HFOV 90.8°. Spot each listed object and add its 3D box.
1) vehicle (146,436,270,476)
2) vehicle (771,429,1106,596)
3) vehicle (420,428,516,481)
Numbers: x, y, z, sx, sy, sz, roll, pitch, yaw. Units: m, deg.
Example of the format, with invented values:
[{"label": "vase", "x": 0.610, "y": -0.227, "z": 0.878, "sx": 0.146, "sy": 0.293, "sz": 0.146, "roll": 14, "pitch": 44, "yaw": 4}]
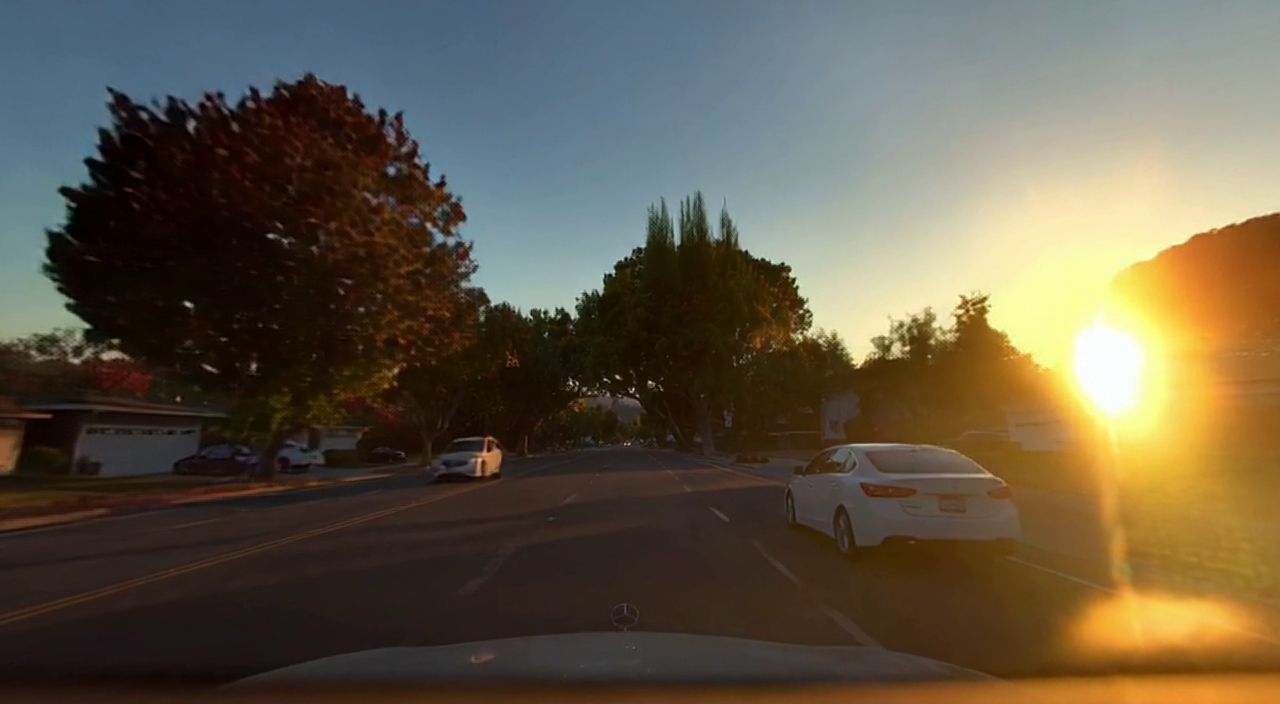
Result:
[{"label": "vehicle", "x": -20.626, "y": 4.963, "z": 30.299, "sx": 4.445, "sy": 1.822, "sz": 2.095, "roll": -1, "pitch": -8, "yaw": 3}, {"label": "vehicle", "x": 3.164, "y": 1.766, "z": 7.904, "sx": 2.057, "sy": 1.493, "sz": 4.225, "roll": 0, "pitch": -8, "yaw": -1}, {"label": "vehicle", "x": -7.136, "y": 4.335, "z": 27.079, "sx": 2.334, "sy": 1.985, "sz": 6.274, "roll": 0, "pitch": -8, "yaw": 0}]
